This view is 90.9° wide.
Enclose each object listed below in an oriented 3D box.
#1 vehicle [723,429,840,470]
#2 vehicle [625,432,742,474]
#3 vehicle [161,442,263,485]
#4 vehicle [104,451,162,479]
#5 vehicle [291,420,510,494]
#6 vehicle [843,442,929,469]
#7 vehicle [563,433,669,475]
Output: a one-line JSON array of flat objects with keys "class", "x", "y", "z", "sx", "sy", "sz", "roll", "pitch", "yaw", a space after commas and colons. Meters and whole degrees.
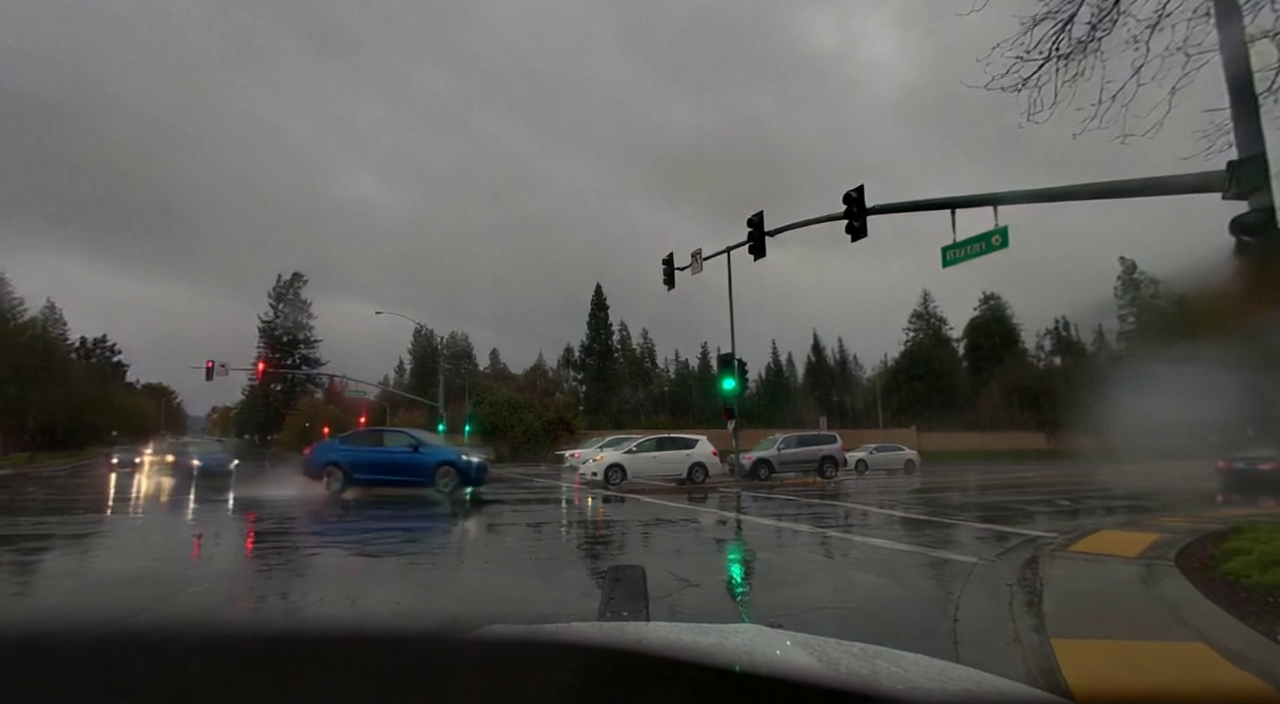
[{"class": "vehicle", "x": 7.319, "y": 5.063, "z": 32.540, "sx": 5.791, "sy": 1.964, "sz": 2.199, "roll": 5, "pitch": -10, "yaw": -26}, {"class": "vehicle", "x": 1.813, "y": 4.151, "z": 26.150, "sx": 4.483, "sy": 1.589, "sz": 1.852, "roll": 4, "pitch": -9, "yaw": -25}, {"class": "vehicle", "x": -16.380, "y": 4.176, "z": 24.014, "sx": 4.826, "sy": 1.484, "sz": 2.000, "roll": -8, "pitch": -11, "yaw": 42}, {"class": "vehicle", "x": -29.929, "y": 6.629, "z": 37.148, "sx": 4.589, "sy": 1.462, "sz": 1.953, "roll": -8, "pitch": -12, "yaw": 43}, {"class": "vehicle", "x": -6.636, "y": 2.899, "z": 17.657, "sx": 5.332, "sy": 1.807, "sz": 2.450, "roll": -3, "pitch": -9, "yaw": 19}, {"class": "vehicle", "x": 13.837, "y": 5.791, "z": 35.418, "sx": 4.457, "sy": 1.429, "sz": 1.862, "roll": 4, "pitch": -9, "yaw": -26}, {"class": "vehicle", "x": -1.063, "y": 4.583, "z": 28.507, "sx": 4.360, "sy": 1.749, "sz": 1.895, "roll": 4, "pitch": -10, "yaw": -28}]
